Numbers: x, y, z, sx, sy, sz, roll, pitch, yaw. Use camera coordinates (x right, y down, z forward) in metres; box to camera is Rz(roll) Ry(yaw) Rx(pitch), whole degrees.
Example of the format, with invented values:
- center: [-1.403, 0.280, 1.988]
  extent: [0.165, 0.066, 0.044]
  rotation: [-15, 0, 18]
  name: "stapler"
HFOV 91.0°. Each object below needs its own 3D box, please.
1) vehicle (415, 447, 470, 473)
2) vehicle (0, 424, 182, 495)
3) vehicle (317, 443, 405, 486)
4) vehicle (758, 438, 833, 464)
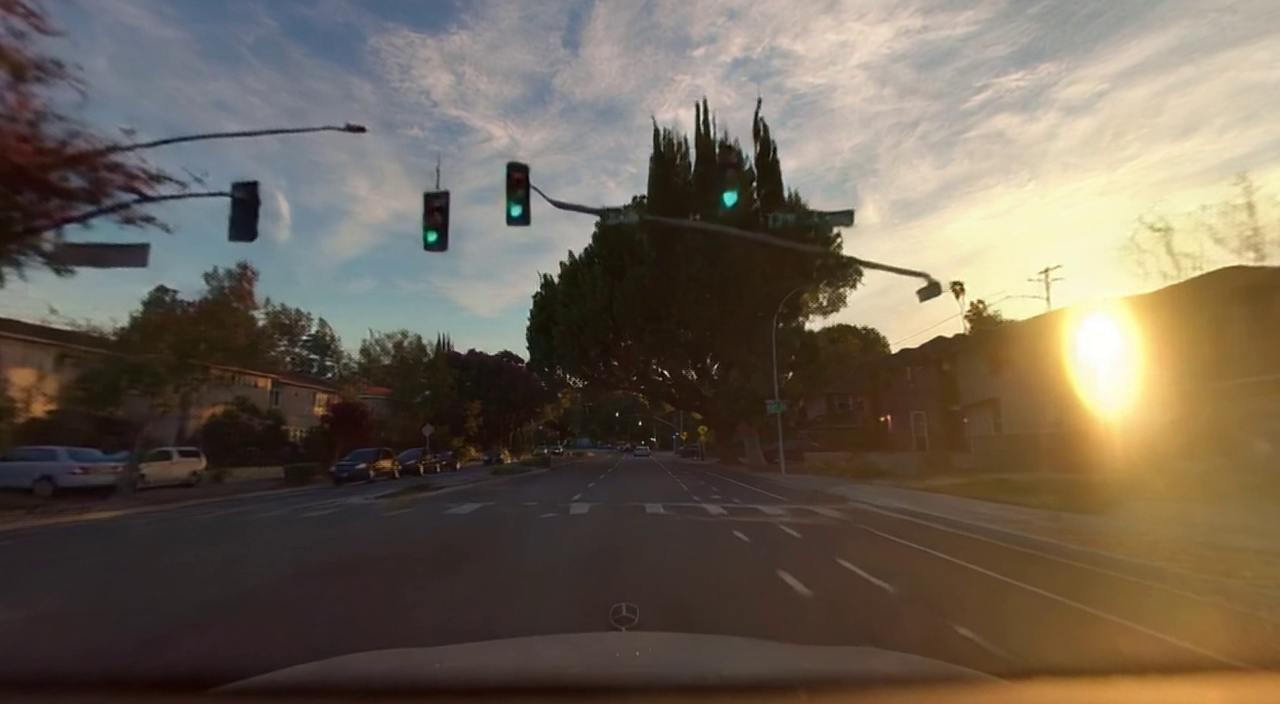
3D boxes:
- center: [-12.123, 6.678, 38.868]
  extent: [1.888, 1.477, 4.629]
  rotation: [-1, -10, 0]
  name: "vehicle"
- center: [-18.019, 3.358, 19.599]
  extent: [5.656, 1.999, 2.307]
  rotation: [-1, -10, 2]
  name: "vehicle"
- center: [-12.108, 4.920, 27.640]
  extent: [1.932, 1.673, 4.314]
  rotation: [-1, -10, -1]
  name: "vehicle"
- center: [11.293, 7.215, 45.949]
  extent: [4.880, 1.842, 2.069]
  rotation: [0, -9, -1]
  name: "vehicle"
